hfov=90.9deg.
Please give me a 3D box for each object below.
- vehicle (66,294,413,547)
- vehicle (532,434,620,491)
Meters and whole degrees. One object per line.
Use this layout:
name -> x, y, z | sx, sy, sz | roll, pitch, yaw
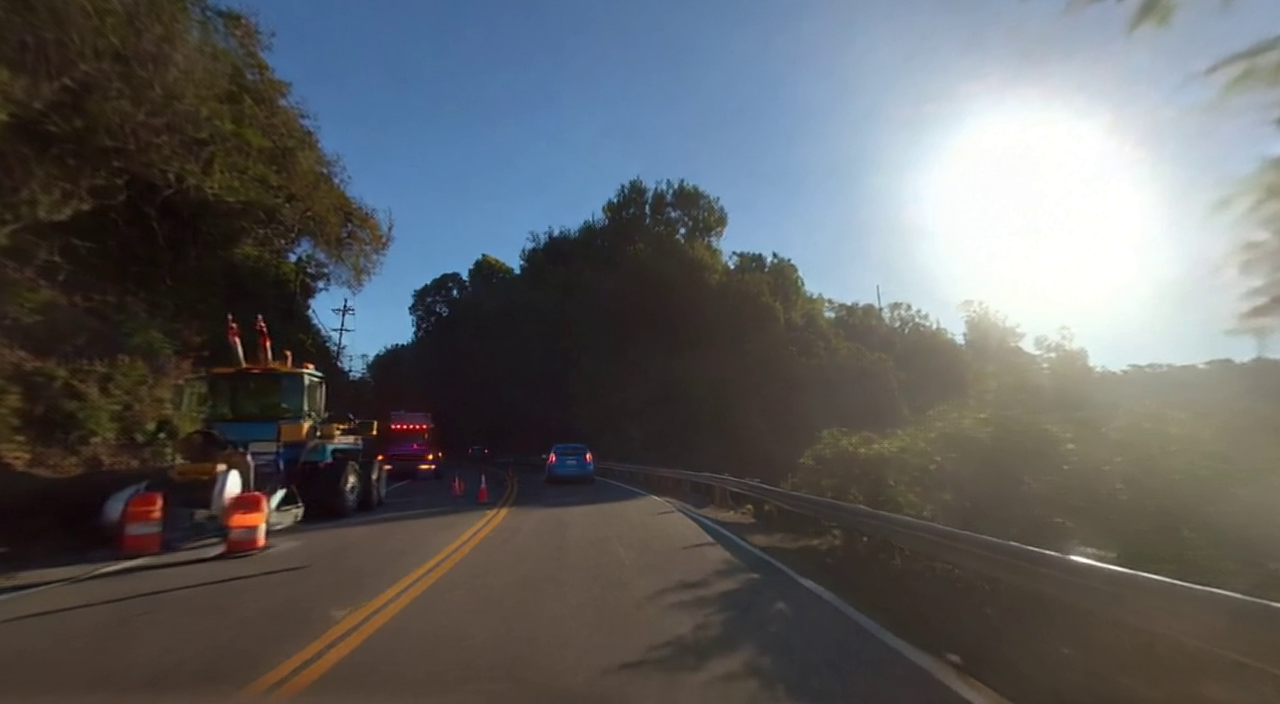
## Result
vehicle -> -5.882, 1.177, 10.417 | 2.364, 3.191, 4.942 | 0, -8, 0
vehicle -> -2.068, 3.309, 19.257 | 2.259, 1.503, 4.075 | 2, -9, -11
